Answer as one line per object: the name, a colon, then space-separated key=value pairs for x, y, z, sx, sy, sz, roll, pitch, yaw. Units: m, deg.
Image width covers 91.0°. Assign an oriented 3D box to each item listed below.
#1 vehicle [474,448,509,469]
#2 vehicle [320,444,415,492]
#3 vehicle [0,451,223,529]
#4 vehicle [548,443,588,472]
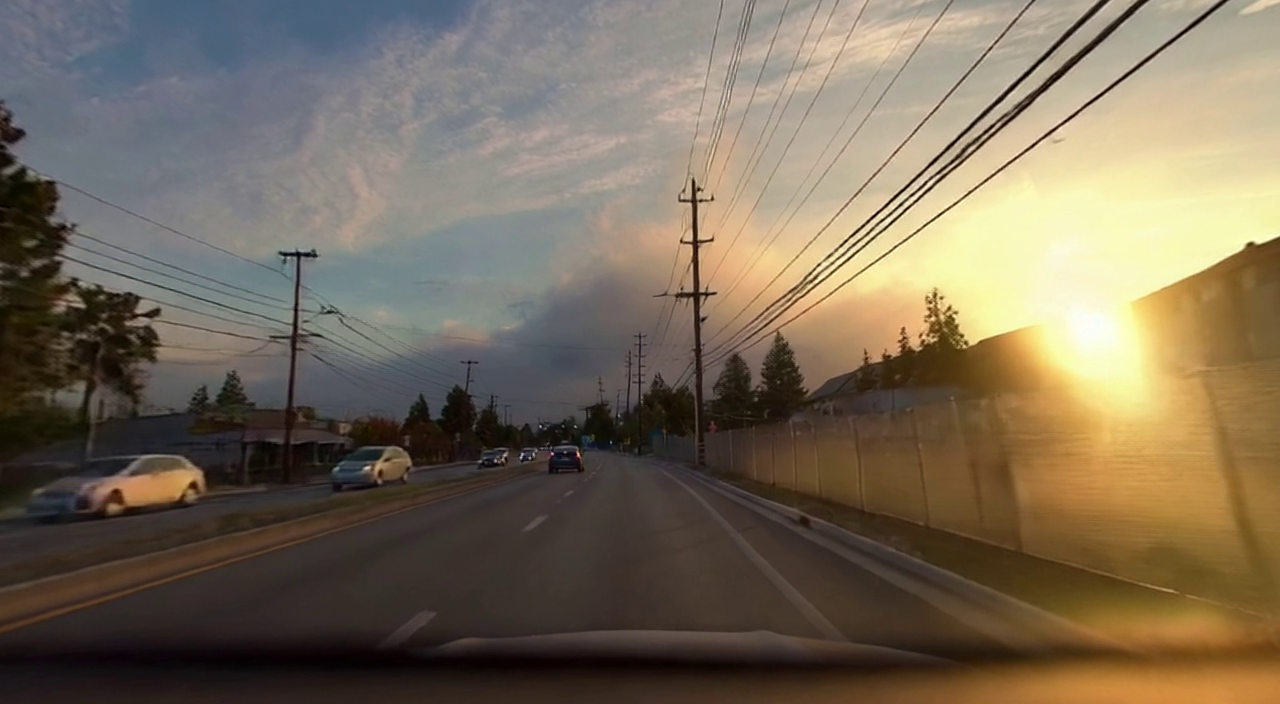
vehicle: x=-11.492 y=8.236 z=48.954 sx=1.911 sy=1.508 sz=4.448 roll=2 pitch=-9 yaw=-4
vehicle: x=-10.603 y=4.502 z=24.867 sx=1.954 sy=1.690 sz=4.080 roll=1 pitch=-9 yaw=-1
vehicle: x=-13.413 y=3.449 z=16.420 sx=1.942 sy=1.660 sz=4.595 roll=1 pitch=-9 yaw=-1
vehicle: x=-4.123 y=6.106 z=36.692 sx=1.992 sy=1.515 sz=4.289 roll=1 pitch=-9 yaw=-2
